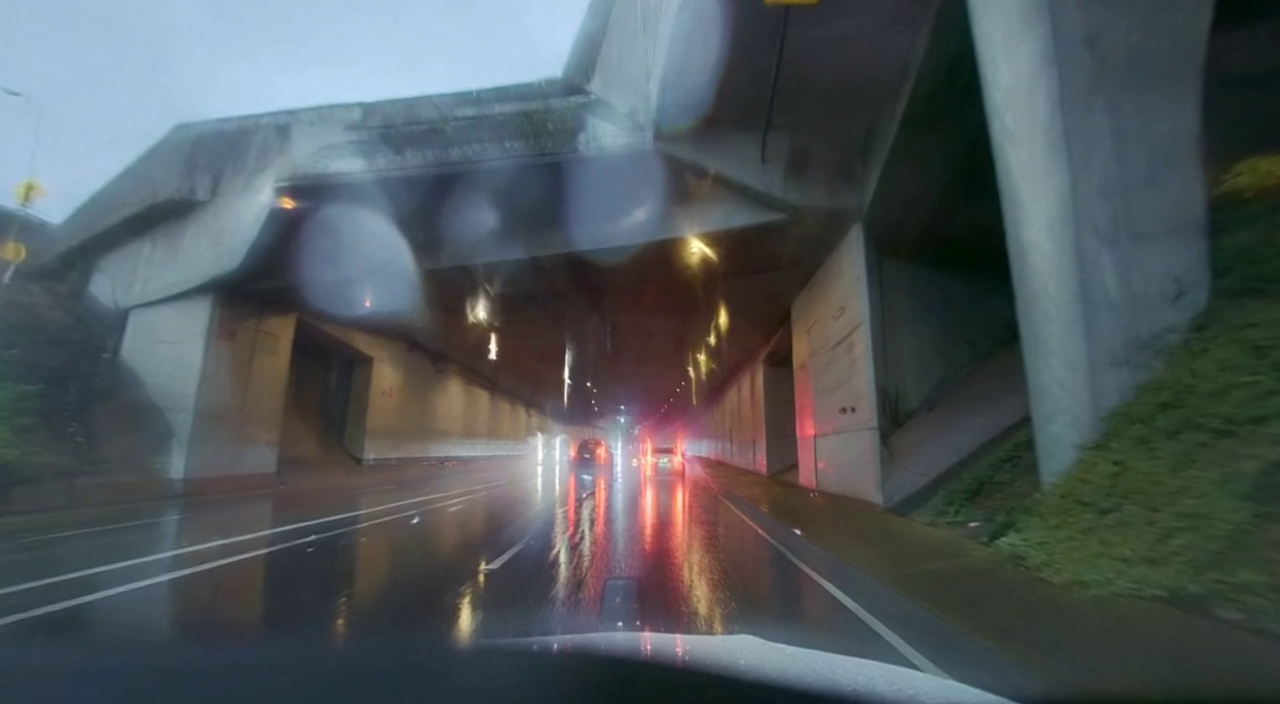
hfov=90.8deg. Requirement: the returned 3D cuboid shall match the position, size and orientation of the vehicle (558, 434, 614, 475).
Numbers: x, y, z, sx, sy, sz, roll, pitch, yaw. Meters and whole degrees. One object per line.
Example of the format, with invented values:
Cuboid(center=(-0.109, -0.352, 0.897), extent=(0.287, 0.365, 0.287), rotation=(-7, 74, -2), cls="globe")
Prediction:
Cuboid(center=(-2.369, 4.650, 28.763), extent=(1.961, 1.725, 4.315), rotation=(-1, -9, 3), cls="vehicle")
